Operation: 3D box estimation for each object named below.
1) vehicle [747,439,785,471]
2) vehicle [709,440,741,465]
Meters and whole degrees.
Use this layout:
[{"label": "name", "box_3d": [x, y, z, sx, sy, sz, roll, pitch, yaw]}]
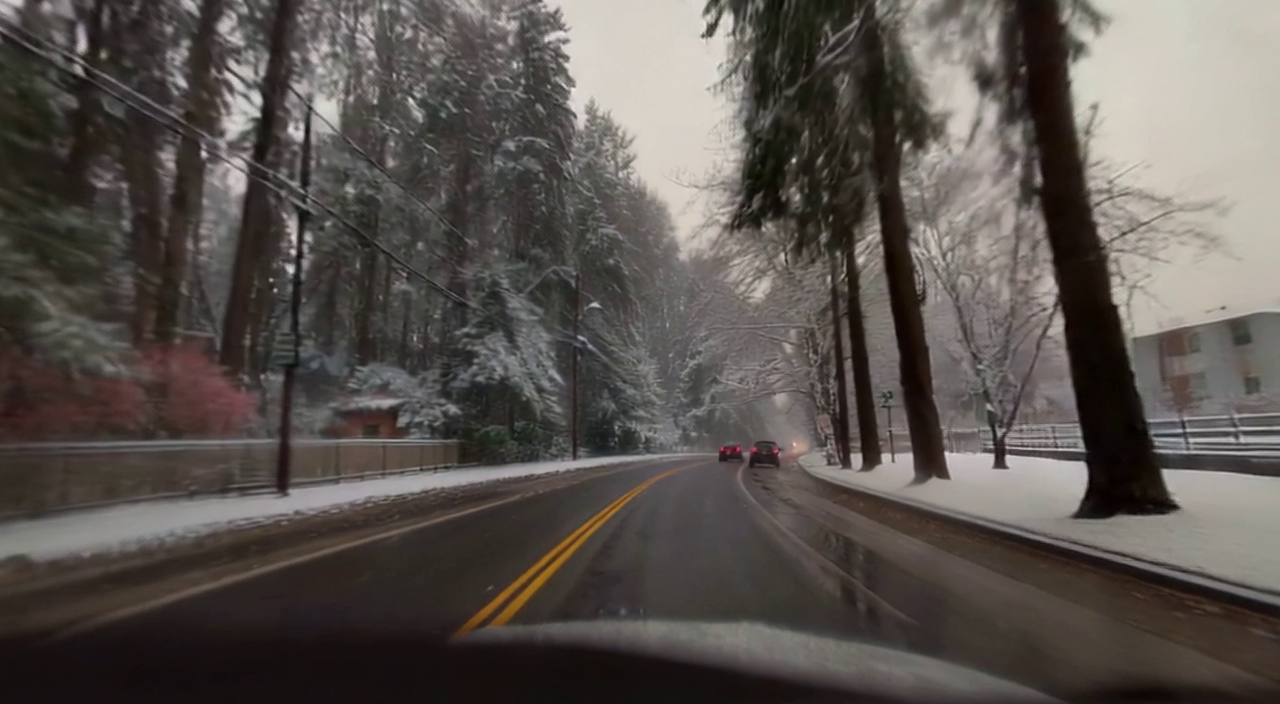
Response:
[{"label": "vehicle", "box_3d": [7.673, 6.286, 38.605, 2.069, 1.791, 4.422, -1, -8, 9]}, {"label": "vehicle", "box_3d": [6.669, 7.819, 48.906, 2.158, 1.852, 4.485, -2, -9, 11]}]
